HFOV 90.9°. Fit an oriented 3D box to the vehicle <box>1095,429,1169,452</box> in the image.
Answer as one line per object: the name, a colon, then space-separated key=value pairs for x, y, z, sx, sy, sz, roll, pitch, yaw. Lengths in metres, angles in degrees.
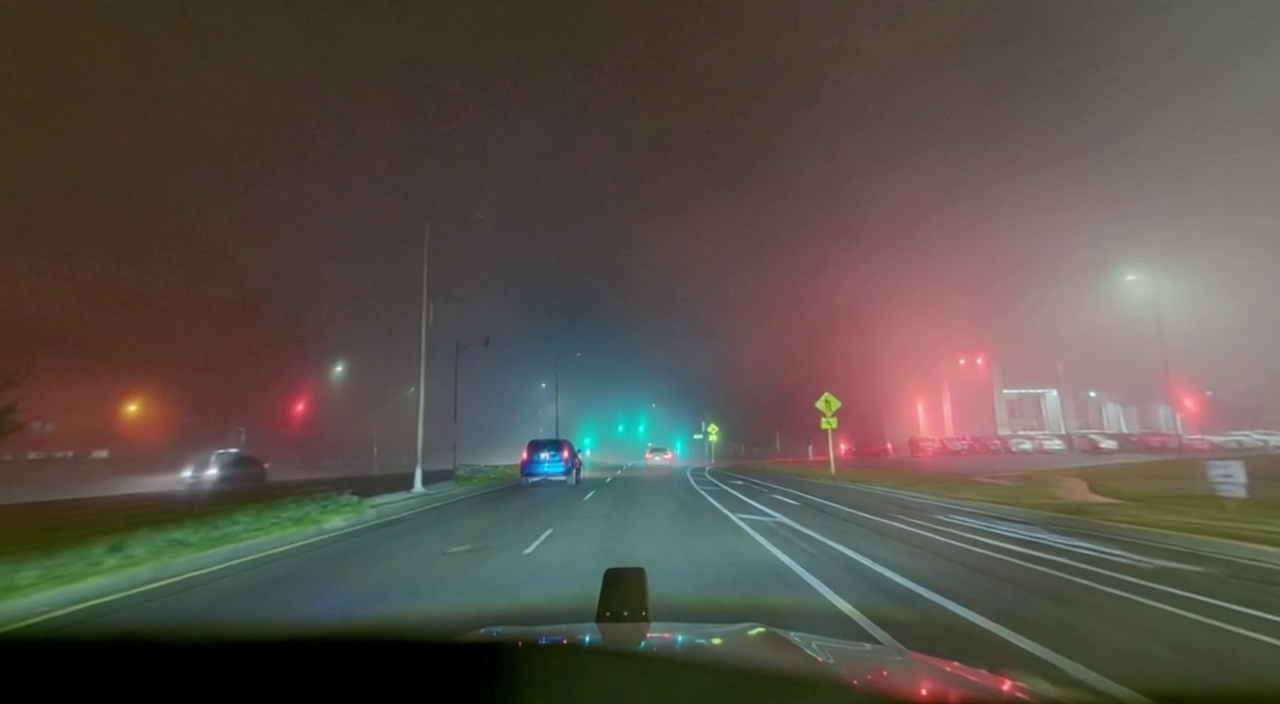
vehicle: x=36.510 y=6.564 z=46.846 sx=4.045 sy=1.426 sz=1.701 roll=-2 pitch=-5 yaw=1

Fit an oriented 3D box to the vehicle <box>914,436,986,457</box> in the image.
vehicle: x=22.852 y=6.980 z=46.558 sx=4.325 sy=1.534 sz=1.876 roll=0 pitch=-9 yaw=0

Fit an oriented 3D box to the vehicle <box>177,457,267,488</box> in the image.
vehicle: x=-22.187 y=6.385 z=33.677 sx=1.848 sy=1.498 sz=4.270 roll=0 pitch=-9 yaw=1

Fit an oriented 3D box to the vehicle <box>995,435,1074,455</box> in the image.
vehicle: x=29.016 y=6.868 z=46.430 sx=4.479 sy=1.470 sz=1.823 roll=-1 pitch=-9 yaw=2

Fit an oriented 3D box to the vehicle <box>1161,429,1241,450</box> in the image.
vehicle: x=41.478 y=6.488 z=46.637 sx=4.166 sy=1.495 sz=1.732 roll=0 pitch=-10 yaw=0

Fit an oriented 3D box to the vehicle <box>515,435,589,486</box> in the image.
vehicle: x=-3.317 y=4.214 z=24.722 sx=2.150 sy=1.812 sz=4.423 roll=0 pitch=-9 yaw=2
